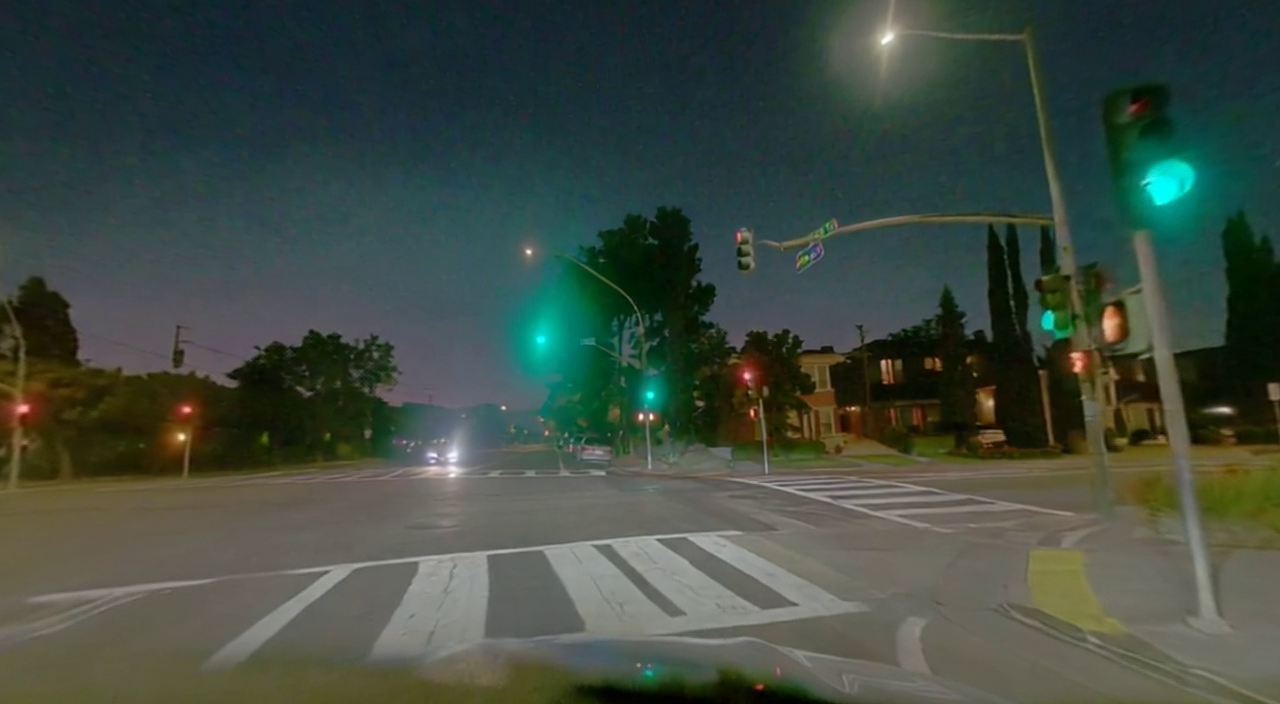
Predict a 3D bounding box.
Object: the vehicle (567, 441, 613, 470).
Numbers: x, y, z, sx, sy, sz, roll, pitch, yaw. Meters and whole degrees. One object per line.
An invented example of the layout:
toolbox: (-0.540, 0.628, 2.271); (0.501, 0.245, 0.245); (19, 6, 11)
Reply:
vehicle: (-2.875, 5.777, 35.267); (2.149, 1.507, 4.160); (1, -9, -10)

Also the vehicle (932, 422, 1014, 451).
vehicle: (20.409, 5.279, 38.865); (2.028, 1.595, 4.554); (1, -10, -9)
